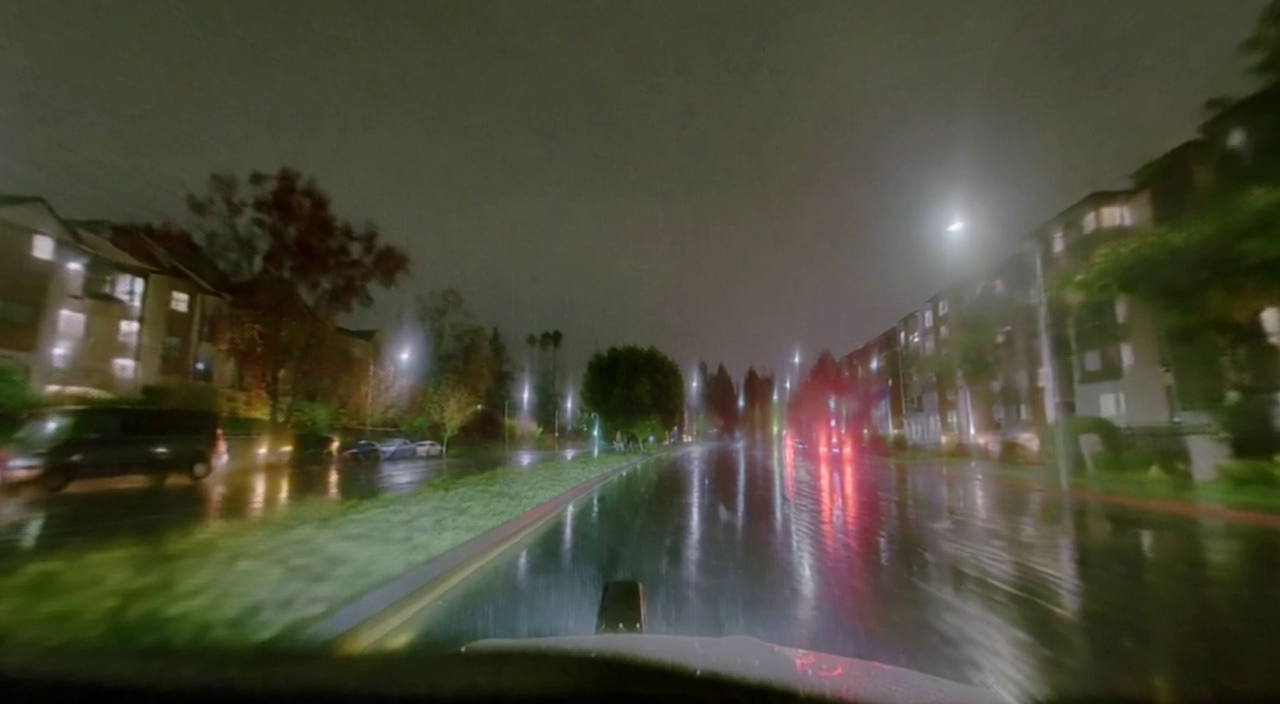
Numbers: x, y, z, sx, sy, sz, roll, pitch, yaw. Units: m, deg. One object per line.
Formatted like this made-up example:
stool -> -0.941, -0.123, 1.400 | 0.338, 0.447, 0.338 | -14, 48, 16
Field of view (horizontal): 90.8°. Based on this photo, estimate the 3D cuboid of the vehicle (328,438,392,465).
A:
vehicle -> -17.285, 6.145, 39.173 | 1.802, 1.487, 4.359 | -3, -9, 3

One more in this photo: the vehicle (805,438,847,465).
vehicle -> 13.060, 6.984, 44.650 | 2.037, 1.655, 4.760 | 3, -7, 7

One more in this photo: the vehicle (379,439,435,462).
vehicle -> -16.572, 7.065, 45.181 | 1.823, 1.455, 4.680 | -3, -9, 6

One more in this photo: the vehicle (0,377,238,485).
vehicle -> -18.293, 2.931, 22.535 | 2.781, 3.224, 7.055 | -1, -9, 4

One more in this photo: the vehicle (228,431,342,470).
vehicle -> -17.813, 5.012, 32.165 | 2.226, 1.733, 5.775 | -1, -9, 4
